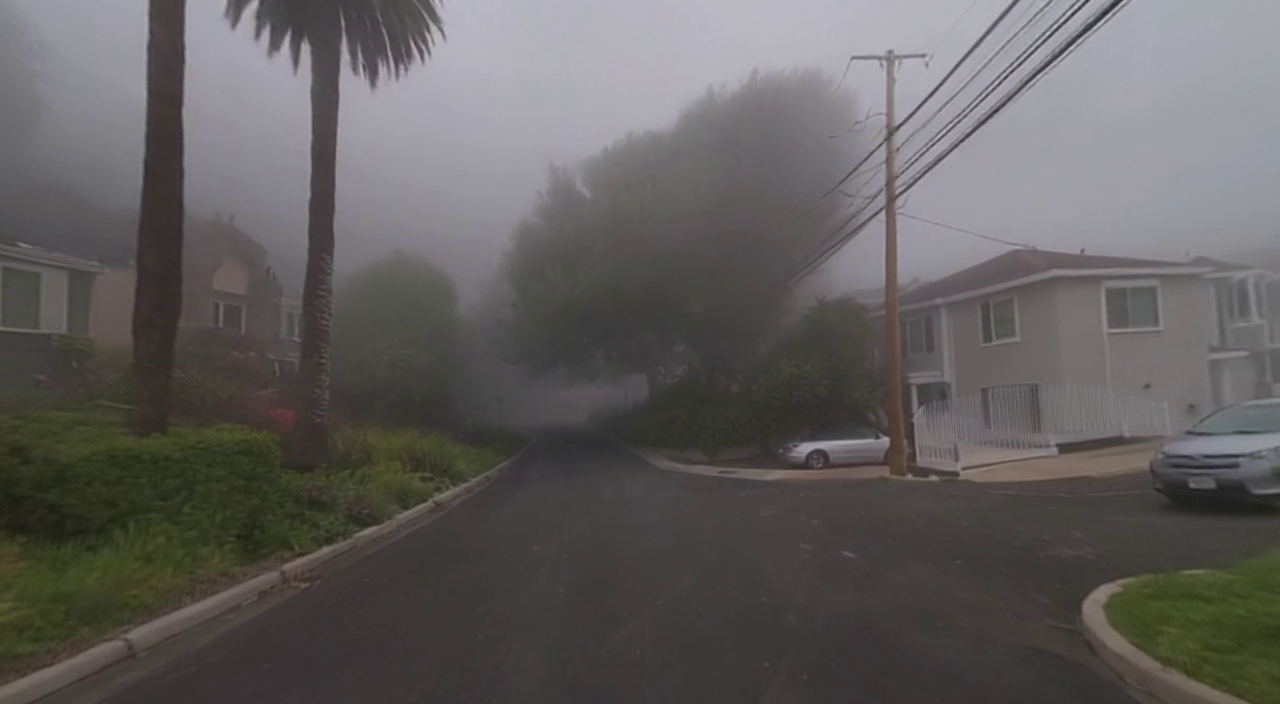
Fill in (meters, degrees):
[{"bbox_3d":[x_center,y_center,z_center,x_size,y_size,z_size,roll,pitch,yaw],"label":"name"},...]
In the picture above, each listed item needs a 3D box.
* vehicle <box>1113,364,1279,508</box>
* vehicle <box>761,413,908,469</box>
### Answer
[{"bbox_3d":[10.617,1.430,10.187,4.443,1.948,2.230,2,-13,-16],"label":"vehicle"},{"bbox_3d":[7.856,3.656,25.426,5.663,1.913,2.170,6,-11,-25],"label":"vehicle"}]
